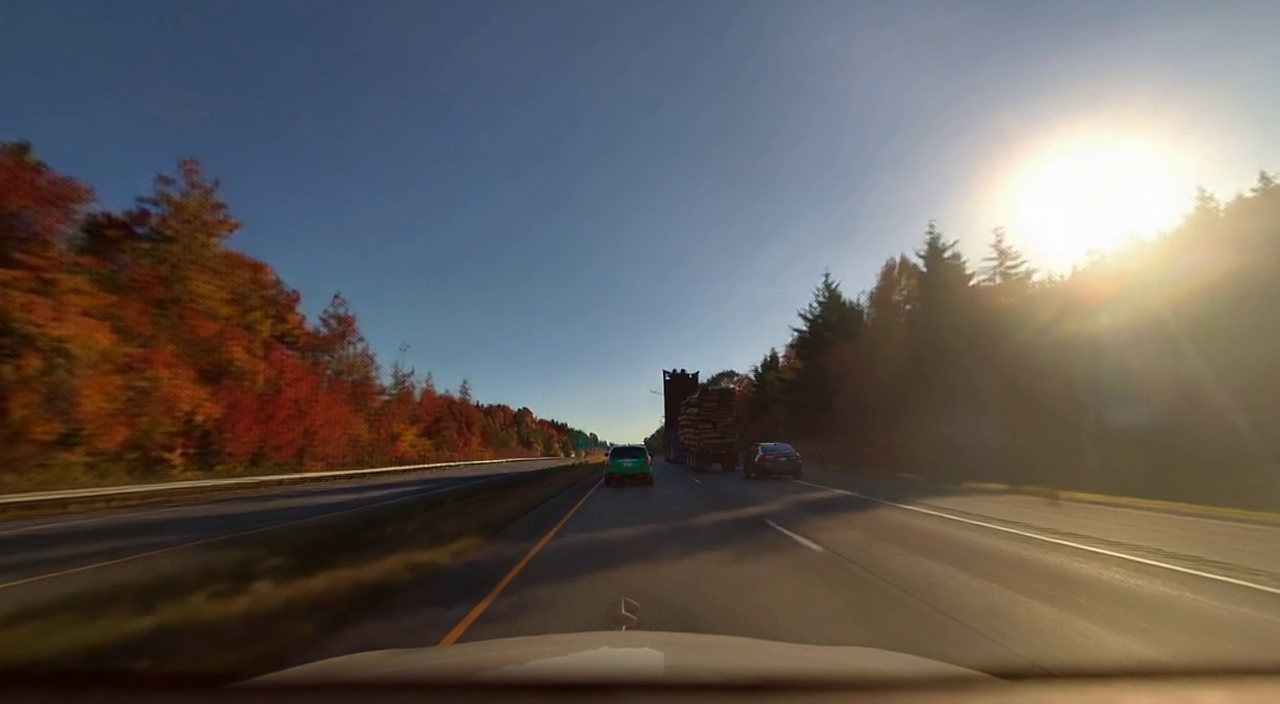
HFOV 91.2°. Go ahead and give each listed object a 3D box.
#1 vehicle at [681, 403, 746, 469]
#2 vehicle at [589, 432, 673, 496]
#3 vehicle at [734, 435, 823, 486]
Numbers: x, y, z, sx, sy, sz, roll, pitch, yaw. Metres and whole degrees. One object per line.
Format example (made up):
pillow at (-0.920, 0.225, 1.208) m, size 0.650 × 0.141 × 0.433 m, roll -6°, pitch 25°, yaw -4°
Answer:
vehicle at (4.638, 5.632, 41.674) m, size 3.125 × 3.895 × 8.461 m, roll 0°, pitch -9°, yaw -1°
vehicle at (-0.248, 3.322, 18.942) m, size 2.263 × 1.699 × 3.936 m, roll -1°, pitch -9°, yaw 0°
vehicle at (4.895, 3.911, 22.933) m, size 2.057 × 1.660 × 4.525 m, roll 0°, pitch -9°, yaw -2°
